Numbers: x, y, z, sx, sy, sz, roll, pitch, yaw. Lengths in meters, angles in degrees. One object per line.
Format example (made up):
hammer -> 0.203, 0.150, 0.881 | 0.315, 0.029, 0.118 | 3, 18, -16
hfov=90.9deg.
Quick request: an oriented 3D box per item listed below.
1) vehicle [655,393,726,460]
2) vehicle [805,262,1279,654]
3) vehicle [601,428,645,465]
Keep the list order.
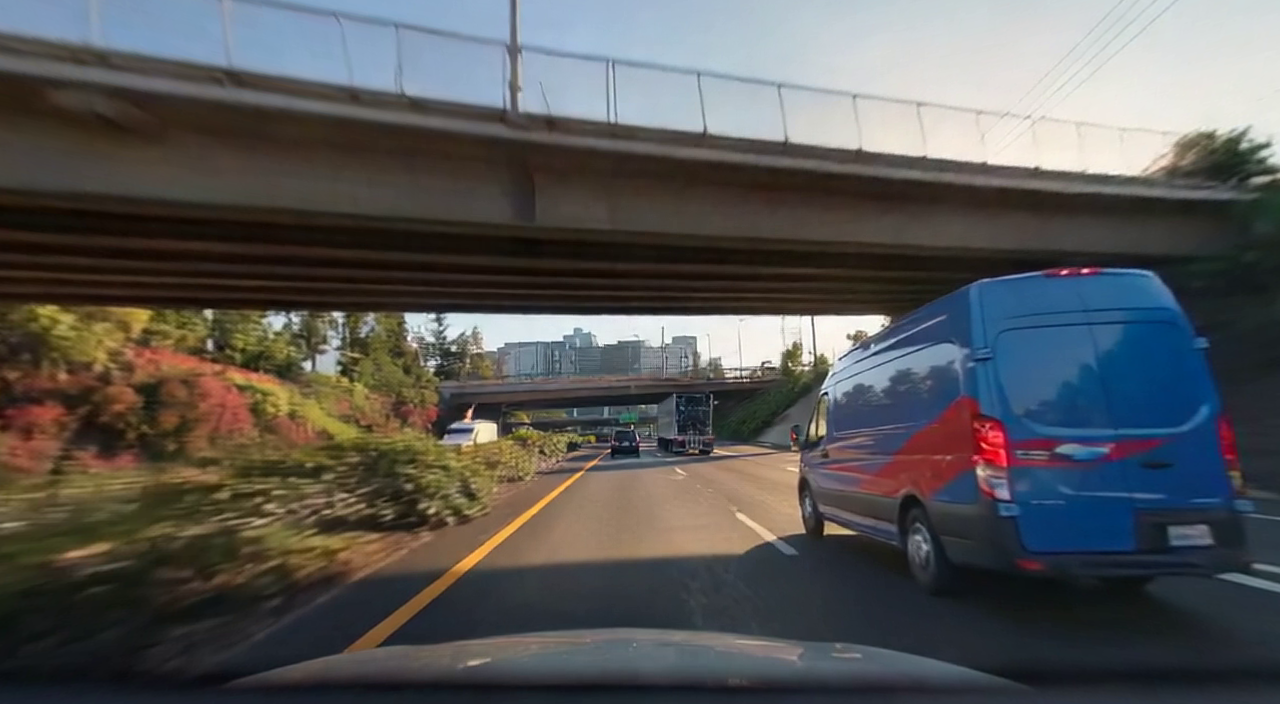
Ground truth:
vehicle -> 3.067, 5.260, 43.399 | 3.096, 3.759, 15.119 | 0, -8, -2
vehicle -> 3.798, 1.004, 6.782 | 2.387, 2.506, 5.374 | 0, -8, -2
vehicle -> -0.874, 4.748, 31.916 | 2.073, 1.750, 4.116 | 0, -8, -2
